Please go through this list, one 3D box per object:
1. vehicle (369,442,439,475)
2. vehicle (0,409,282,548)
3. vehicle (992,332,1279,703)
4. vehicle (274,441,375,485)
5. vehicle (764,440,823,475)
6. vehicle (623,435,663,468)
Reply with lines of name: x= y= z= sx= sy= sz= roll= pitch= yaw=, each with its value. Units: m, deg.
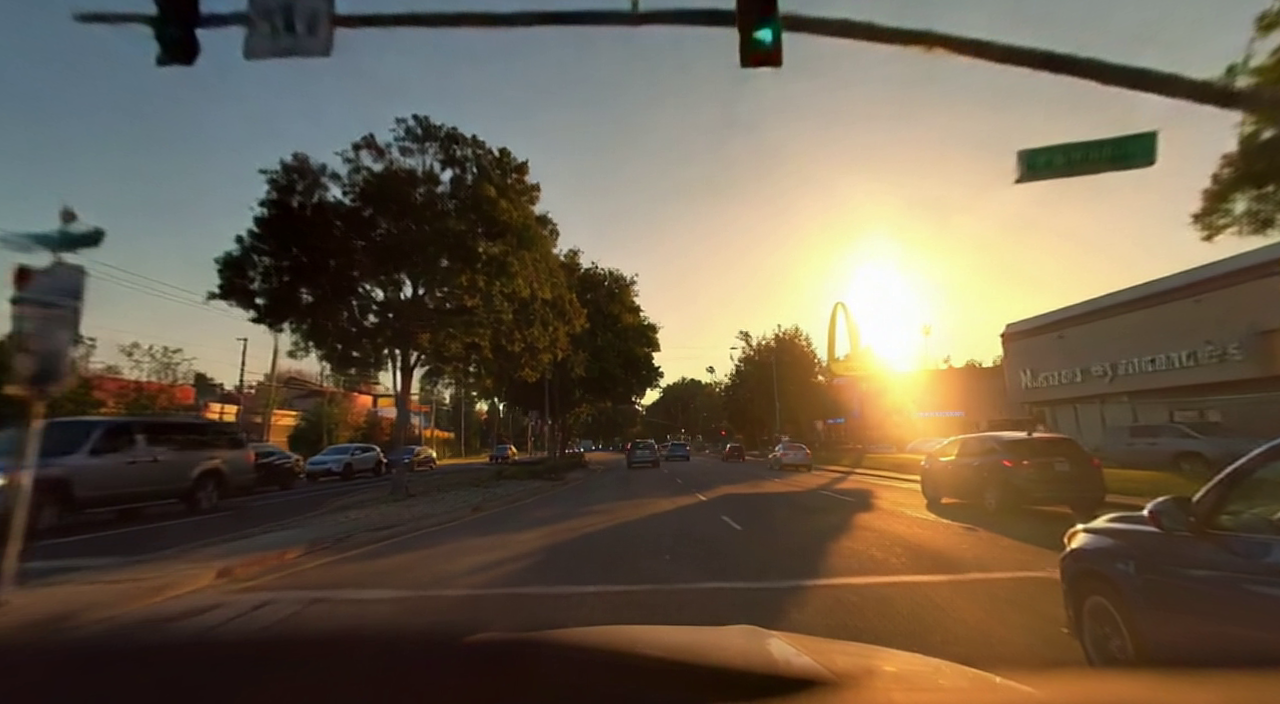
vehicle: x=-14.046 y=6.334 z=37.975 sx=2.159 sy=1.836 sz=5.038 roll=0 pitch=-8 yaw=1
vehicle: x=-10.465 y=2.293 z=12.302 sx=2.909 sy=1.956 sz=6.908 roll=0 pitch=-8 yaw=1
vehicle: x=3.459 y=0.741 z=2.054 sx=2.076 sy=1.716 sz=4.416 roll=0 pitch=-8 yaw=0
vehicle: x=-14.455 y=5.089 z=29.331 sx=2.242 sy=1.836 sz=4.811 roll=0 pitch=-8 yaw=-1
vehicle: x=7.209 y=4.990 z=30.054 sx=1.879 sy=1.517 sz=4.006 roll=0 pitch=-8 yaw=1
vehicle: x=0.157 y=6.246 z=39.696 sx=2.402 sy=1.938 sz=4.535 roll=0 pitch=-8 yaw=-1
